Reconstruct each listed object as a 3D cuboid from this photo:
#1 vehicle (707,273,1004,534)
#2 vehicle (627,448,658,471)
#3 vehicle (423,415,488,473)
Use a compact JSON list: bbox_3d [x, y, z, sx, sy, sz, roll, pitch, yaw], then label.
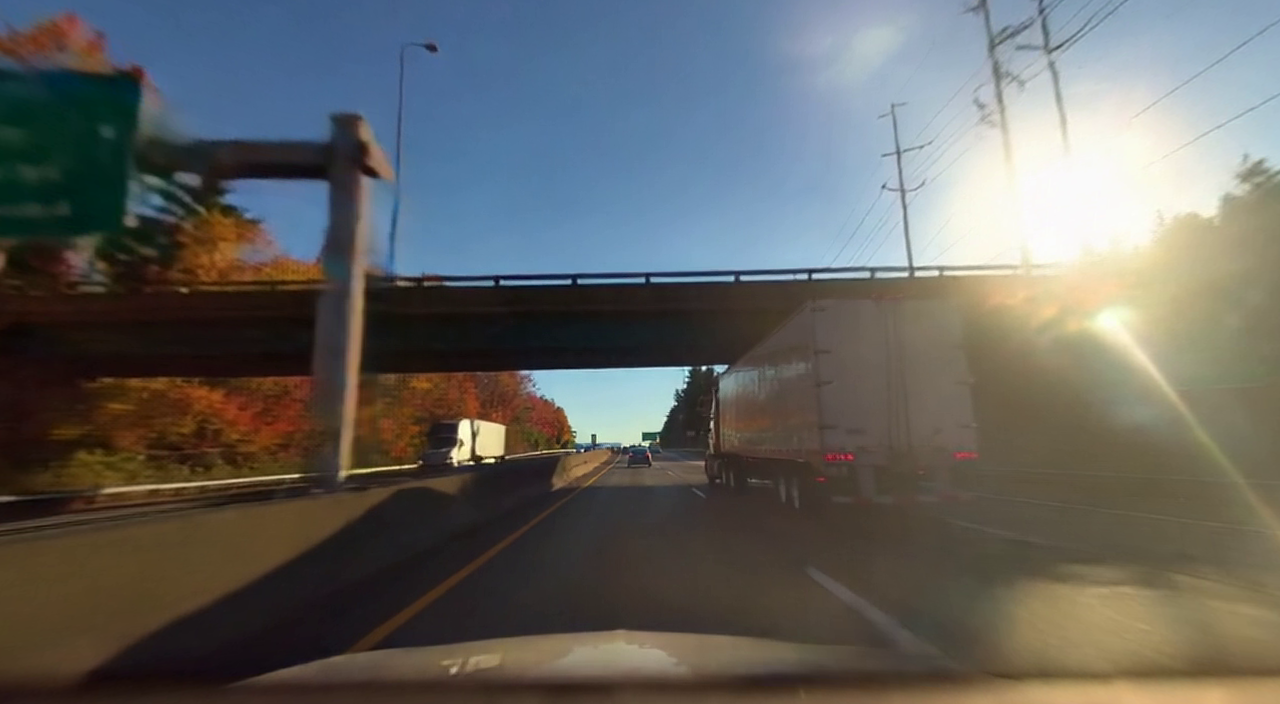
[{"bbox_3d":[4.228,1.905,17.382,2.956,4.281,14.327,0,-9,-1],"label":"vehicle"},{"bbox_3d":[0.164,7.130,41.819,1.961,1.454,3.755,0,-9,0],"label":"vehicle"},{"bbox_3d":[-14.102,7.096,48.475,3.170,4.126,5.938,0,-8,0],"label":"vehicle"}]
